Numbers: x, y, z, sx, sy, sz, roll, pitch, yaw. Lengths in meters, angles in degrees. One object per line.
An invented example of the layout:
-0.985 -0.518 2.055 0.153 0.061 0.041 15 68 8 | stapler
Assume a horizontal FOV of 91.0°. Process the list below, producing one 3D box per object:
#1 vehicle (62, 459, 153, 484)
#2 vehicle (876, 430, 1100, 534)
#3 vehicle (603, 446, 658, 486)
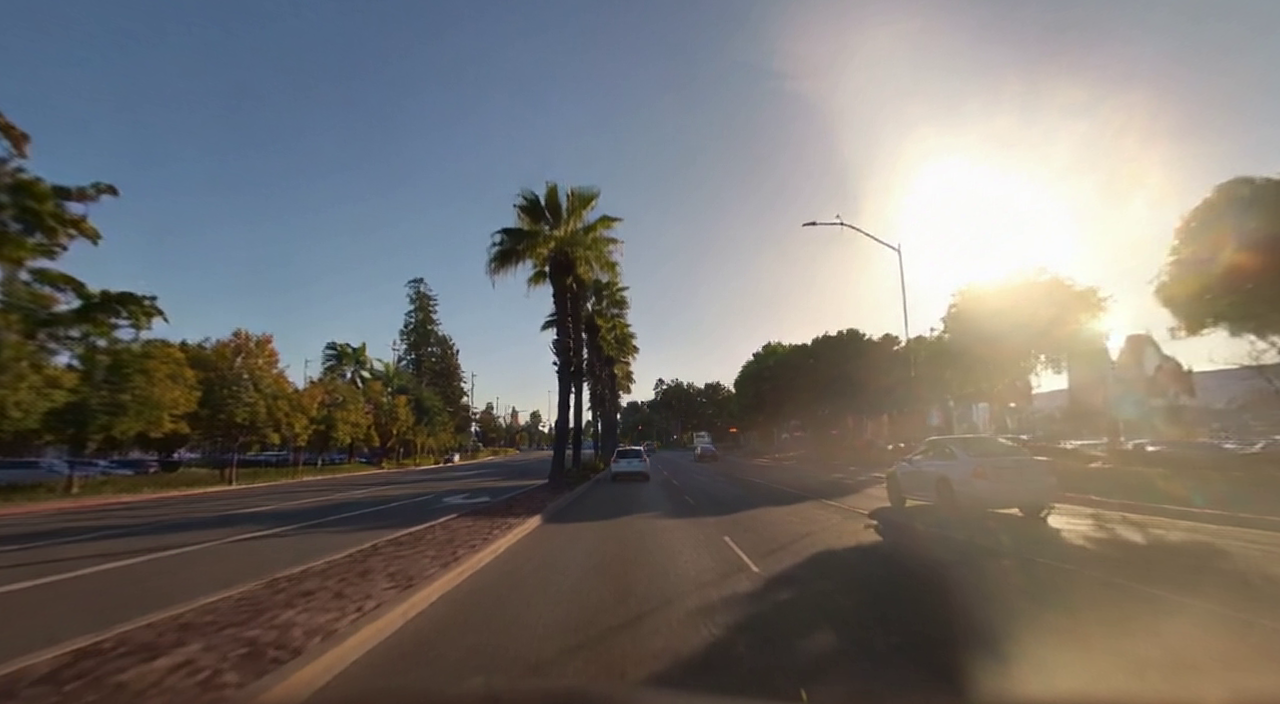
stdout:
-33.550 7.526 39.733 3.986 1.432 1.885 0 -9 0 | vehicle
6.305 2.365 12.038 1.949 1.647 3.894 0 -9 -2 | vehicle
-0.348 4.376 24.395 1.970 1.402 3.756 0 -8 0 | vehicle
